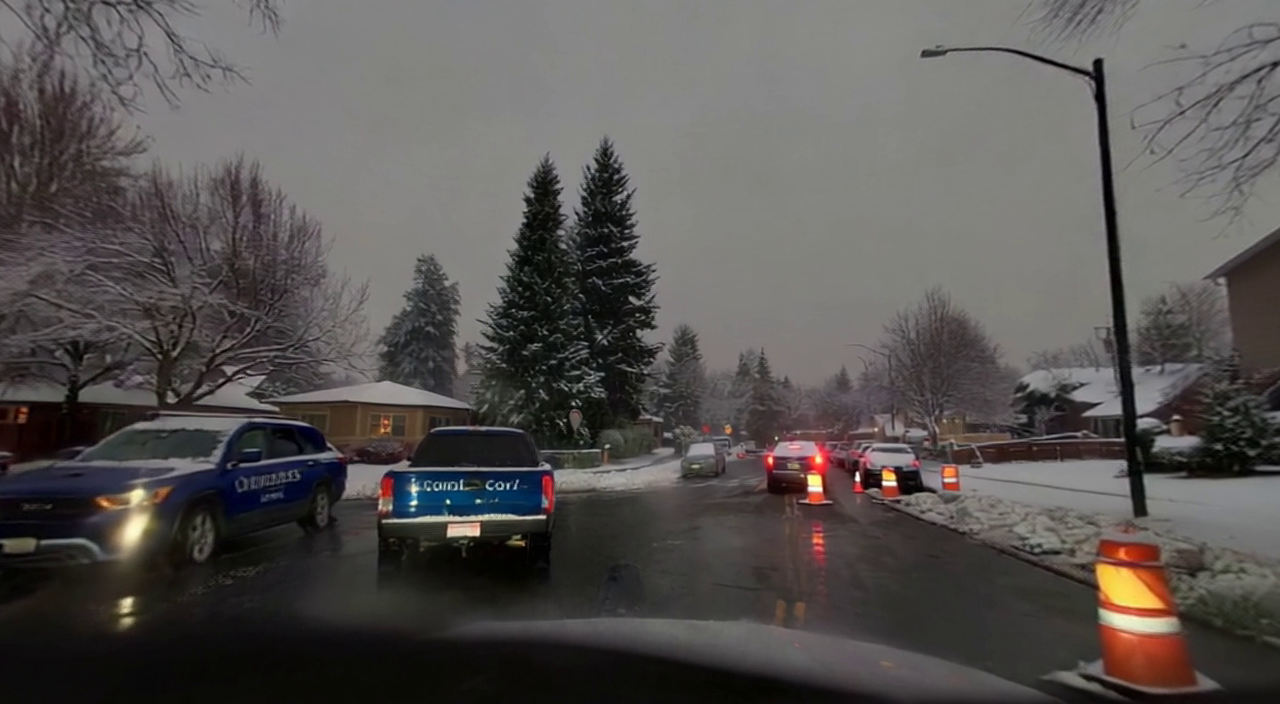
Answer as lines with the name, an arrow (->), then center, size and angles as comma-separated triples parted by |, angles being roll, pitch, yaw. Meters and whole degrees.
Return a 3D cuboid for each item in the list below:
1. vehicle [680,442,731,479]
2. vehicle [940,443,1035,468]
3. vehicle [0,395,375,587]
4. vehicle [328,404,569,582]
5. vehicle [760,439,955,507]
vehicle -> 3.475, 5.562, 32.650 | 2.014, 1.742, 4.297 | -2, -9, 14
vehicle -> 22.755, 6.799, 41.548 | 5.066, 1.534, 1.905 | -2, -9, 10
vehicle -> -6.005, 1.740, 8.802 | 2.471, 1.892, 4.952 | 0, -8, 0
vehicle -> -2.332, 1.732, 8.576 | 2.350, 1.748, 4.094 | 2, -9, -11
vehicle -> 5.923, 3.238, 17.395 | 4.656, 1.577, 2.099 | 2, -8, -17
